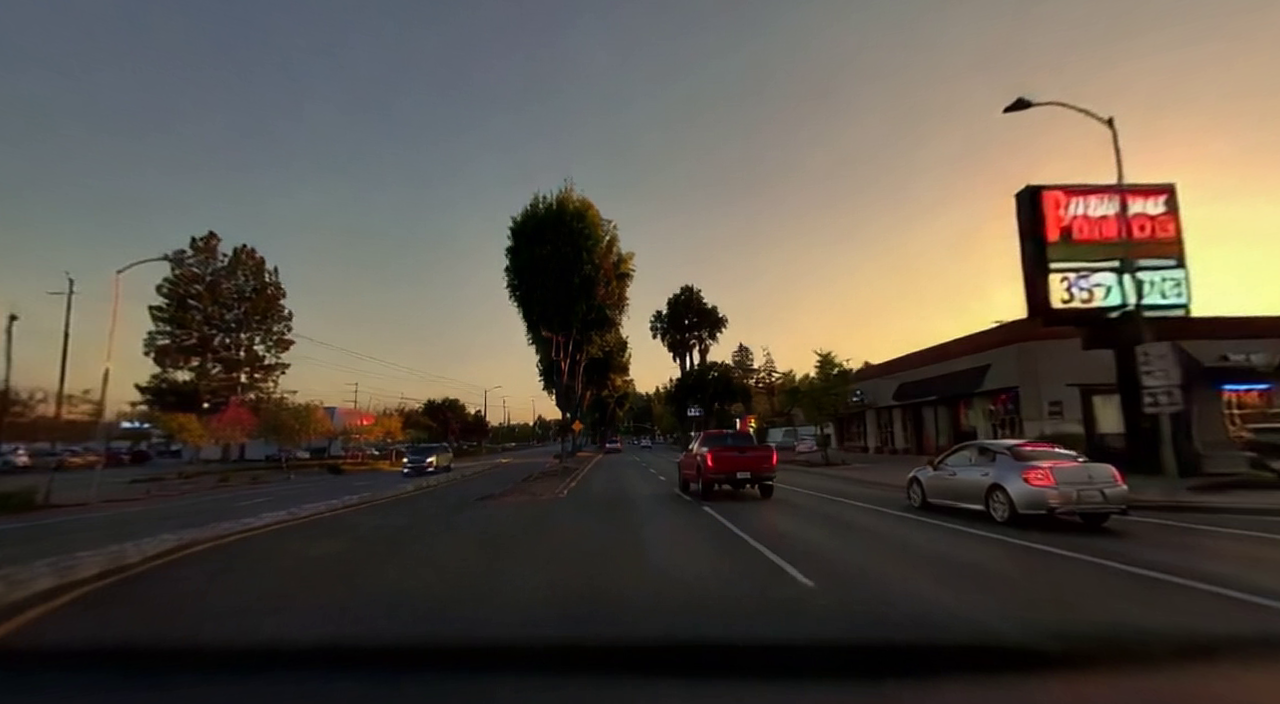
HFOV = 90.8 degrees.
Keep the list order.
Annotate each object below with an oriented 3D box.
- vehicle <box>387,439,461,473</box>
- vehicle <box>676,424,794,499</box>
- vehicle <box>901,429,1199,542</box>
[{"bbox_3d":[-13.572,6.588,40.241,2.868,1.978,5.632,0,-8,-2],"label":"vehicle"},{"bbox_3d":[2.383,2.952,17.379,2.214,1.749,4.998,1,-9,-3],"label":"vehicle"},{"bbox_3d":[6.370,2.101,10.598,1.986,1.480,4.296,0,-8,-2],"label":"vehicle"}]
